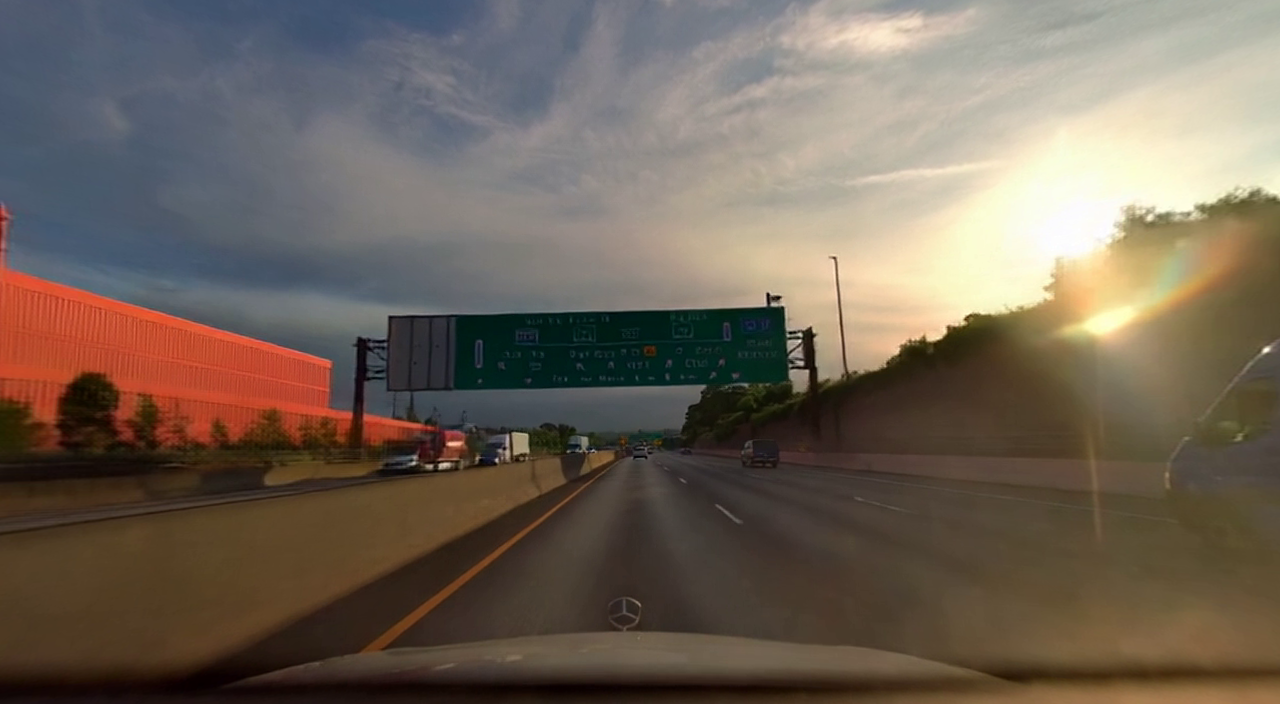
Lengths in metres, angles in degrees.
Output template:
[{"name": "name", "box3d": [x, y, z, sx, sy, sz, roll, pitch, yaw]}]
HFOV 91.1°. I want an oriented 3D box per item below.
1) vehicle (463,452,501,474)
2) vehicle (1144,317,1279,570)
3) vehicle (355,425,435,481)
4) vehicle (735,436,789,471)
[{"name": "vehicle", "box3d": [-11.434, 8.035, 45.677, 1.741, 1.447, 3.839, 0, -9, 1]}, {"name": "vehicle", "box3d": [7.903, 0.735, 5.189, 2.283, 2.631, 6.053, 0, -9, -1]}, {"name": "vehicle", "box3d": [-16.037, 6.669, 41.643, 2.894, 3.430, 5.832, 0, -9, 0]}, {"name": "vehicle", "box3d": [7.348, 6.164, 38.360, 2.156, 1.943, 5.010, 0, -9, -1]}]
